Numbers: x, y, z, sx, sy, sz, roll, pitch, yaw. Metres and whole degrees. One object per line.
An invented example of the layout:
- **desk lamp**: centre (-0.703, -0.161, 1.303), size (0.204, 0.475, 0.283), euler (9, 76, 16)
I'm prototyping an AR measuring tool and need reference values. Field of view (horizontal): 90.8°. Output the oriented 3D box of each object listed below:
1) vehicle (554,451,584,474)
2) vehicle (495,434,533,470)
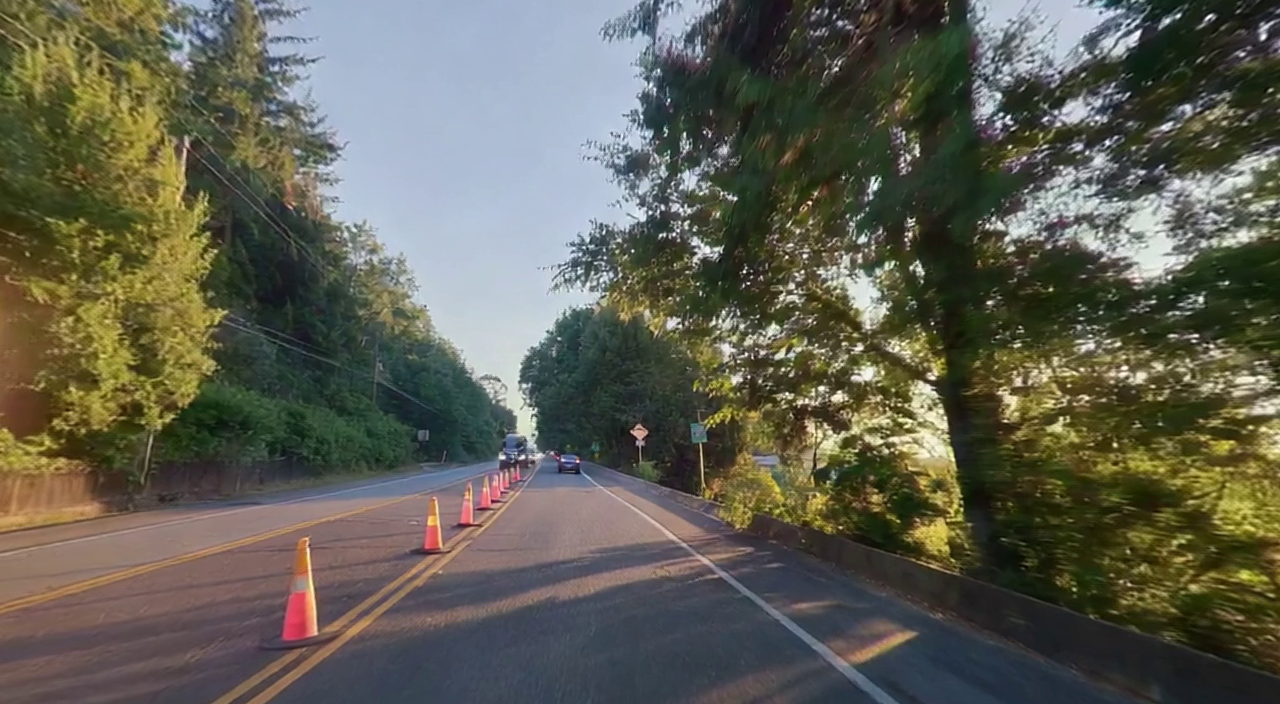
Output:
- **vehicle**: centre (-5.172, 7.974, 45.701), size (2.013, 1.481, 4.356), euler (1, -9, -8)
- **vehicle**: centre (-9.366, 7.458, 47.314), size (2.380, 2.488, 4.028), euler (3, -9, -8)
